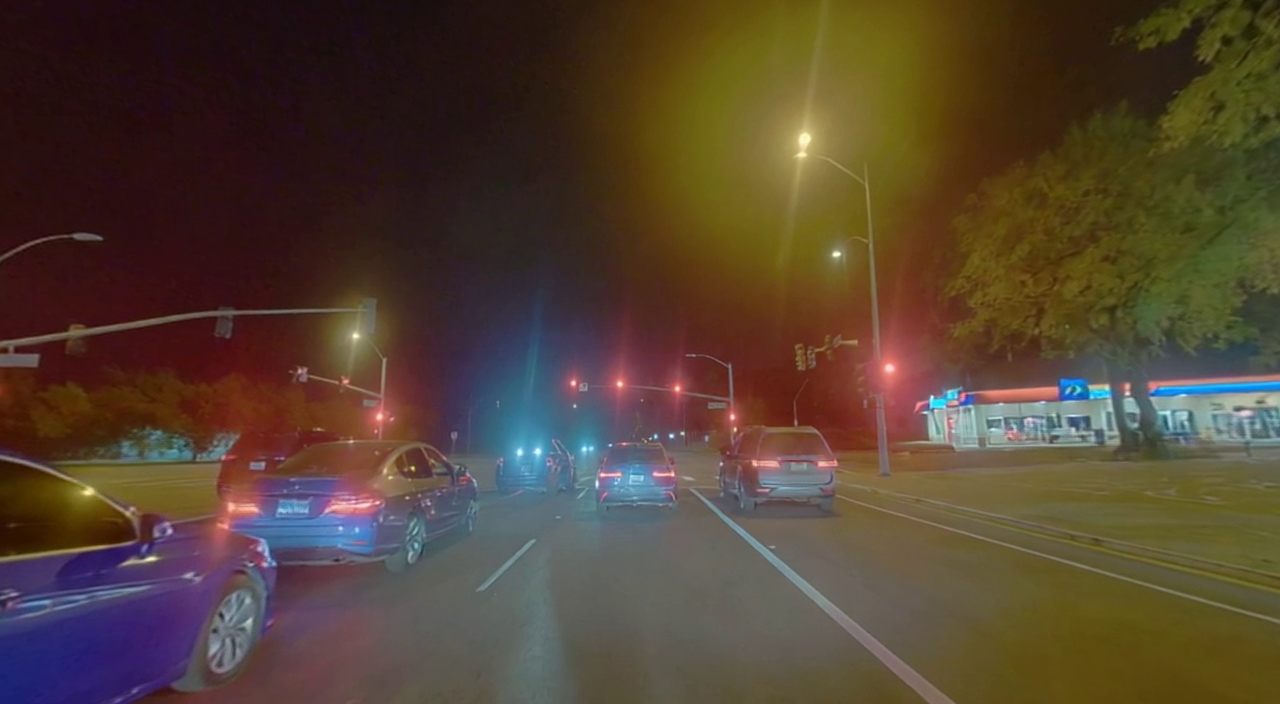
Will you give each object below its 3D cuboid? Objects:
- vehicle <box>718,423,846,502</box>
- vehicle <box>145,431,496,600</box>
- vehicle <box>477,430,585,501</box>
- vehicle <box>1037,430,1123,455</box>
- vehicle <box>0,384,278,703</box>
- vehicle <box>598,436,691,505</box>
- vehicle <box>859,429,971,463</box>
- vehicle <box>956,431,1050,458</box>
[{"bbox_3d":[3.348,2.734,15.871,2.076,1.691,4.402,0,-9,-2],"label":"vehicle"},{"bbox_3d":[-3.335,1.785,7.810,2.014,1.472,4.357,0,-9,1],"label":"vehicle"},{"bbox_3d":[-2.825,3.080,17.360,2.072,1.694,4.070,0,-9,2],"label":"vehicle"},{"bbox_3d":[30.588,6.347,43.857,4.432,1.680,1.932,0,-9,2],"label":"vehicle"},{"bbox_3d":[-3.077,0.698,0.816,2.249,1.517,4.951,0,-9,0],"label":"vehicle"},{"bbox_3d":[0.142,2.913,15.835,2.032,1.499,3.994,0,-9,1],"label":"vehicle"},{"bbox_3d":[15.724,5.462,36.299,5.504,1.821,2.173,-3,-9,13],"label":"vehicle"},{"bbox_3d":[23.353,5.974,40.673,4.781,1.700,1.986,0,-9,1],"label":"vehicle"}]
